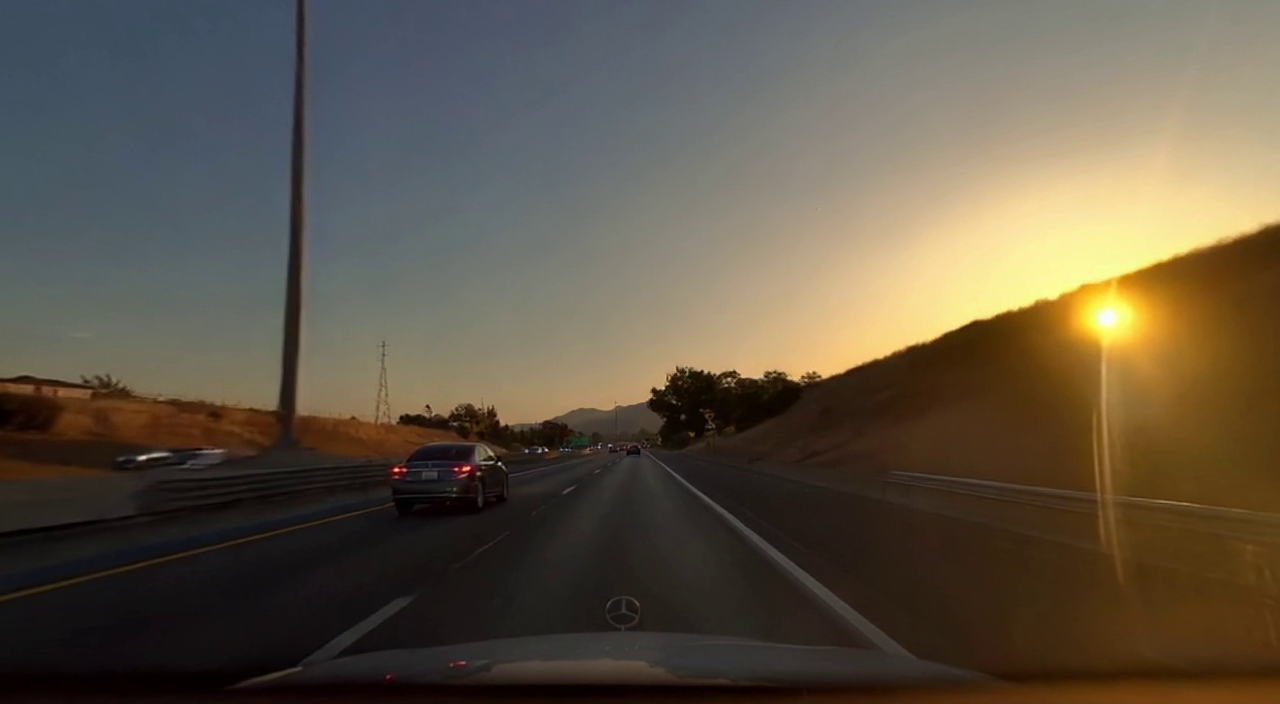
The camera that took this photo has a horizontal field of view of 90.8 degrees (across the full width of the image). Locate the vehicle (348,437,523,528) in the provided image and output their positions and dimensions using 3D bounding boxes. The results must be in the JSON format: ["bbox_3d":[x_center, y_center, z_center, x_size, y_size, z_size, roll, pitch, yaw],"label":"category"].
[{"bbox_3d":[-3.989,2.625,13.304,2.118,1.562,4.541,-1,-9,1],"label":"vehicle"}]
